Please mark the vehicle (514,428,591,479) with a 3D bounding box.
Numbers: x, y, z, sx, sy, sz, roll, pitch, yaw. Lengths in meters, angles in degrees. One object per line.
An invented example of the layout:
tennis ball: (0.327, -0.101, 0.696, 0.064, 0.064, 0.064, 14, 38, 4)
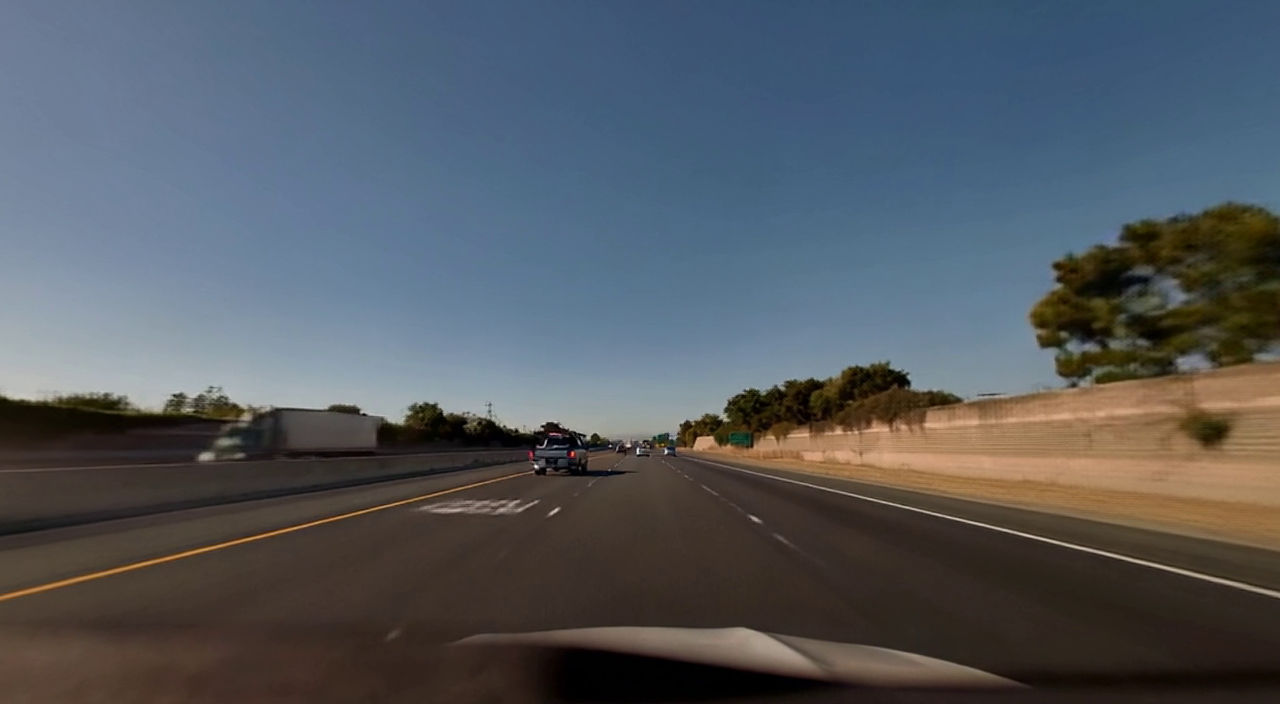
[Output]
vehicle: (-3.533, 4.249, 26.625, 2.379, 1.918, 5.504, 0, -8, 1)
